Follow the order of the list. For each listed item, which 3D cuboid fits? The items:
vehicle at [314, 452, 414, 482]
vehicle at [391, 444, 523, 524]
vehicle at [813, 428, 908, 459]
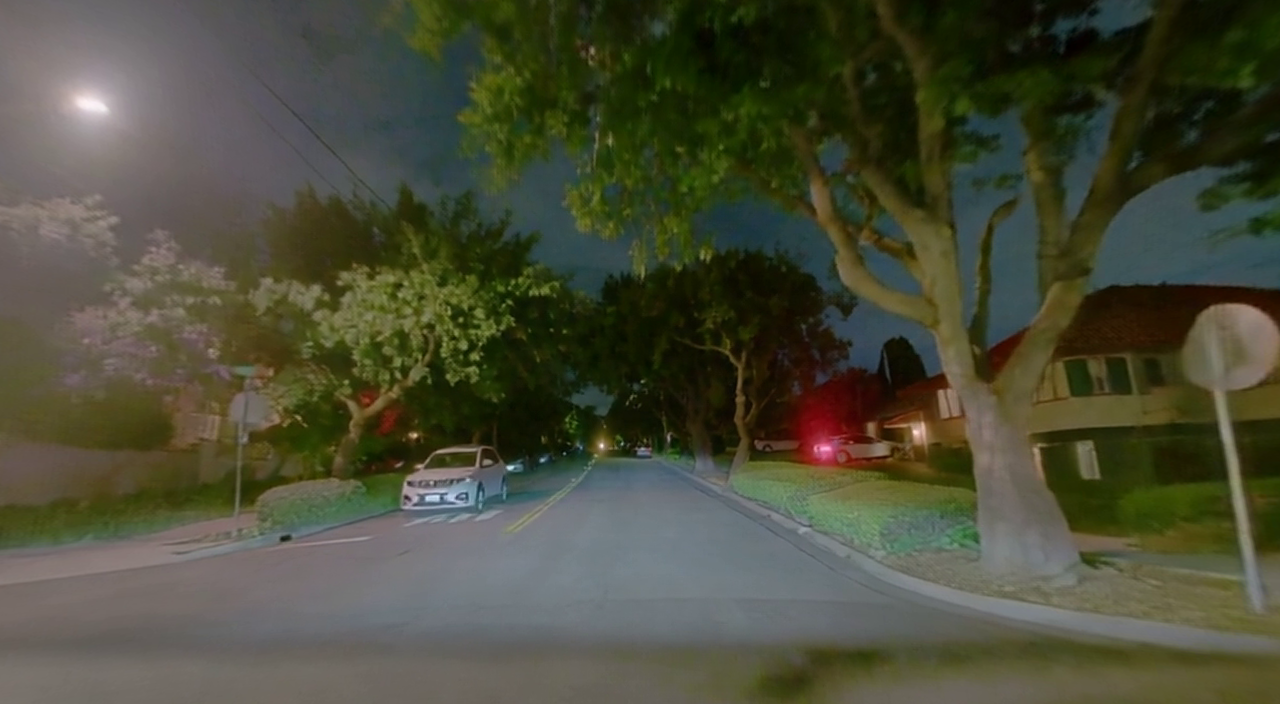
[{"bbox_3d":[-14.707,6.116,33.734,4.487,1.464,1.889,-1,-9,10],"label":"vehicle"},{"bbox_3d":[-4.338,3.175,15.805,1.973,1.683,4.400,0,-9,0],"label":"vehicle"},{"bbox_3d":[11.661,4.861,33.675,4.389,1.480,2.038,-2,-7,8],"label":"vehicle"}]
